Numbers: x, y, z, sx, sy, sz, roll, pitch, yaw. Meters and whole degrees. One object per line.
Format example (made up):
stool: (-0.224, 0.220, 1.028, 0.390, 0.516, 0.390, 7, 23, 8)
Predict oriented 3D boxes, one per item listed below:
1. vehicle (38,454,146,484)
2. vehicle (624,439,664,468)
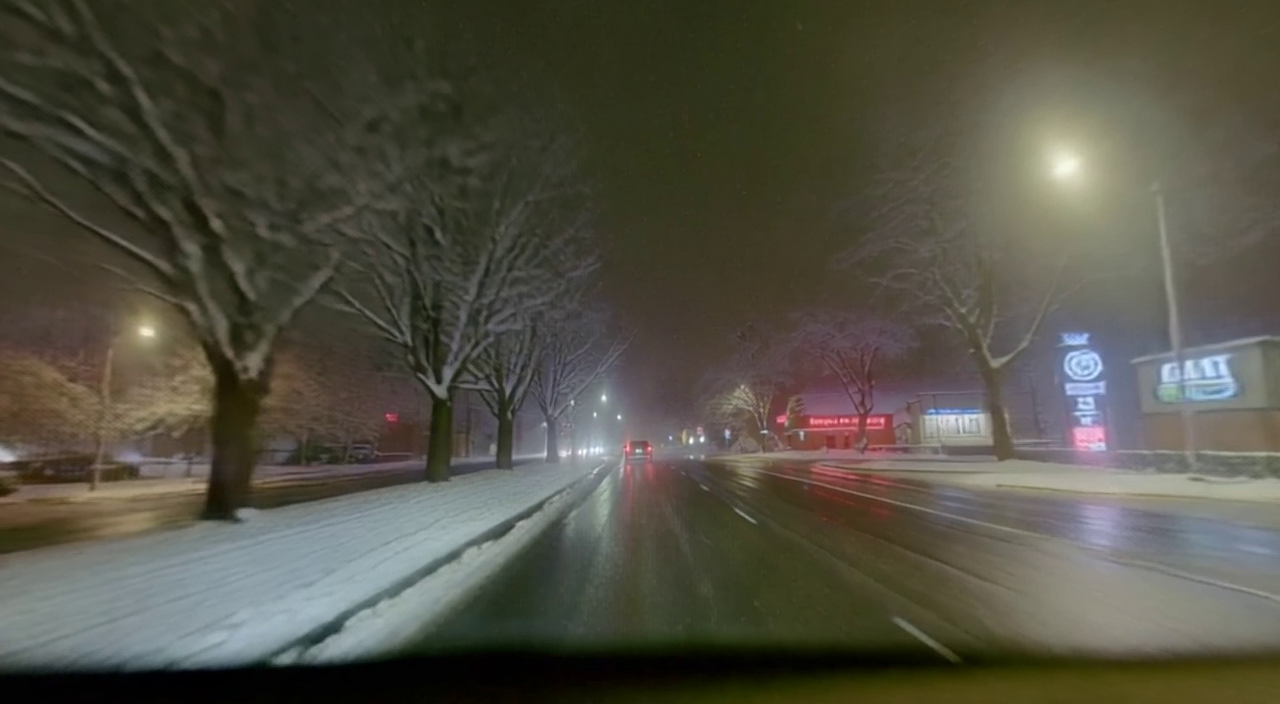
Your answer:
vehicle: (-31.099, 6.632, 35.948, 1.873, 1.513, 5.019, -3, -9, -3)
vehicle: (0.166, 5.428, 33.733, 1.998, 1.452, 3.773, 0, -8, -1)
